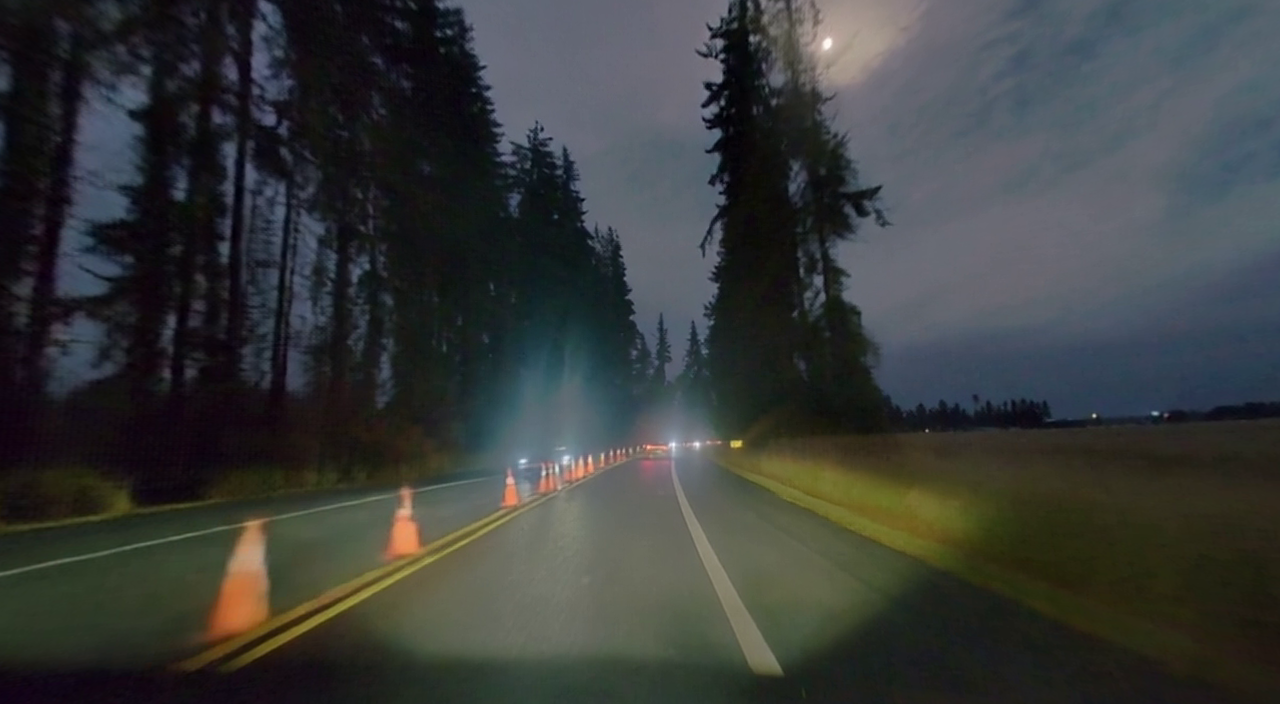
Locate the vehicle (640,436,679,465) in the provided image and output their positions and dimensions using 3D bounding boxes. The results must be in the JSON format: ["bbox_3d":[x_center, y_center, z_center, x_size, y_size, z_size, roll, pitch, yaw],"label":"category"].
[{"bbox_3d":[1.140,5.463,35.020,2.042,1.489,3.963,0,-8,3],"label":"vehicle"}]

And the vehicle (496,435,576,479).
[{"bbox_3d":[-3.794,3.923,23.792,2.046,1.451,4.342,0,-8,4],"label":"vehicle"}]
